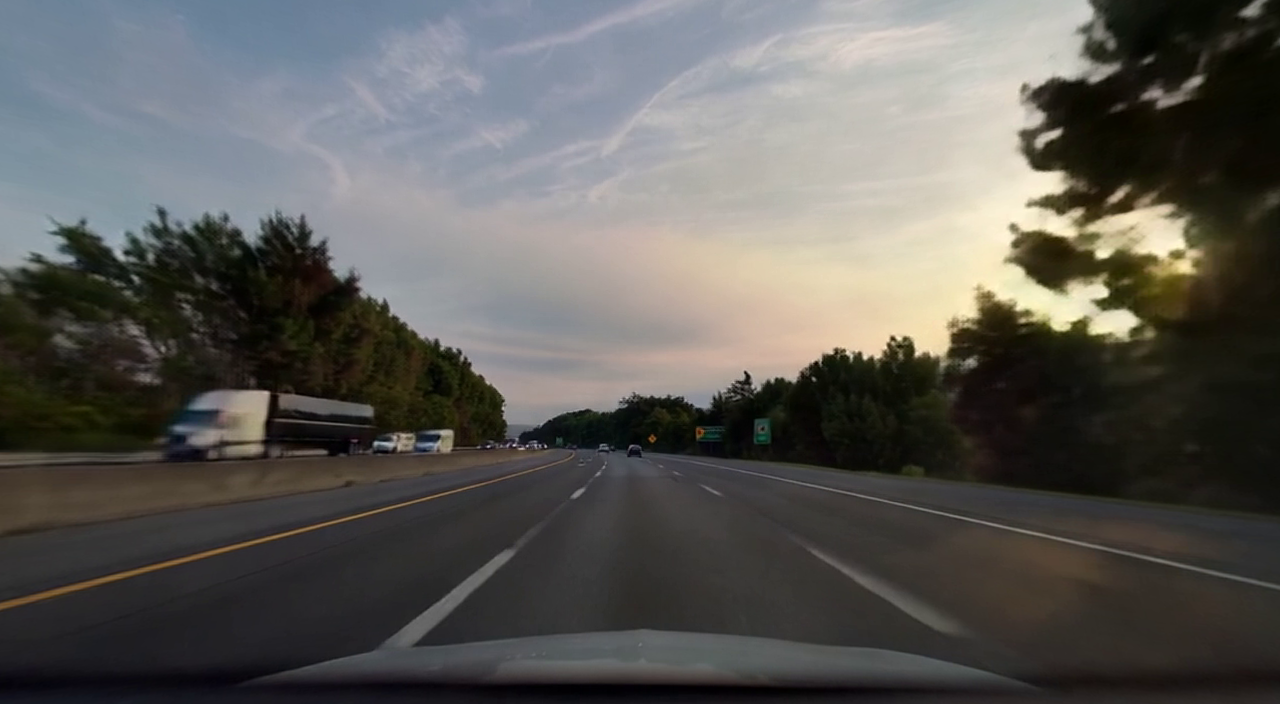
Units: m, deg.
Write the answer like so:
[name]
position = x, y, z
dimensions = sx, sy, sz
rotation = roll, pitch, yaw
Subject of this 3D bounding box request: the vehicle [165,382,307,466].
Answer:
[vehicle]
position = -20.758, 3.874, 32.994
dimensions = 3.001, 3.943, 6.753
rotation = 0, -9, -3
